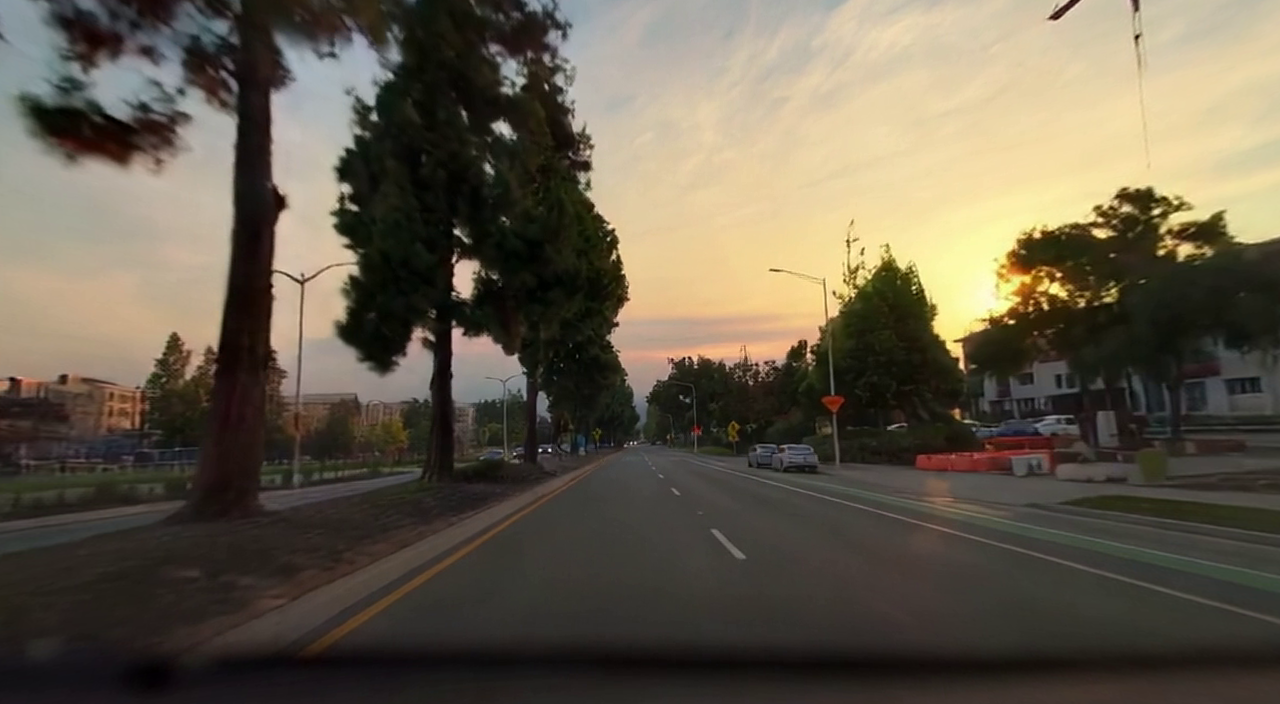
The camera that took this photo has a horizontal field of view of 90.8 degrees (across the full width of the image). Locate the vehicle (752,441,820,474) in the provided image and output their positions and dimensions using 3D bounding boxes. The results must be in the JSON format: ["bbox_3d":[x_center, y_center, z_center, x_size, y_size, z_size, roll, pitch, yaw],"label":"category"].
[{"bbox_3d":[7.039,5.128,30.982,1.986,1.498,5.099,0,-8,-2],"label":"vehicle"}]
